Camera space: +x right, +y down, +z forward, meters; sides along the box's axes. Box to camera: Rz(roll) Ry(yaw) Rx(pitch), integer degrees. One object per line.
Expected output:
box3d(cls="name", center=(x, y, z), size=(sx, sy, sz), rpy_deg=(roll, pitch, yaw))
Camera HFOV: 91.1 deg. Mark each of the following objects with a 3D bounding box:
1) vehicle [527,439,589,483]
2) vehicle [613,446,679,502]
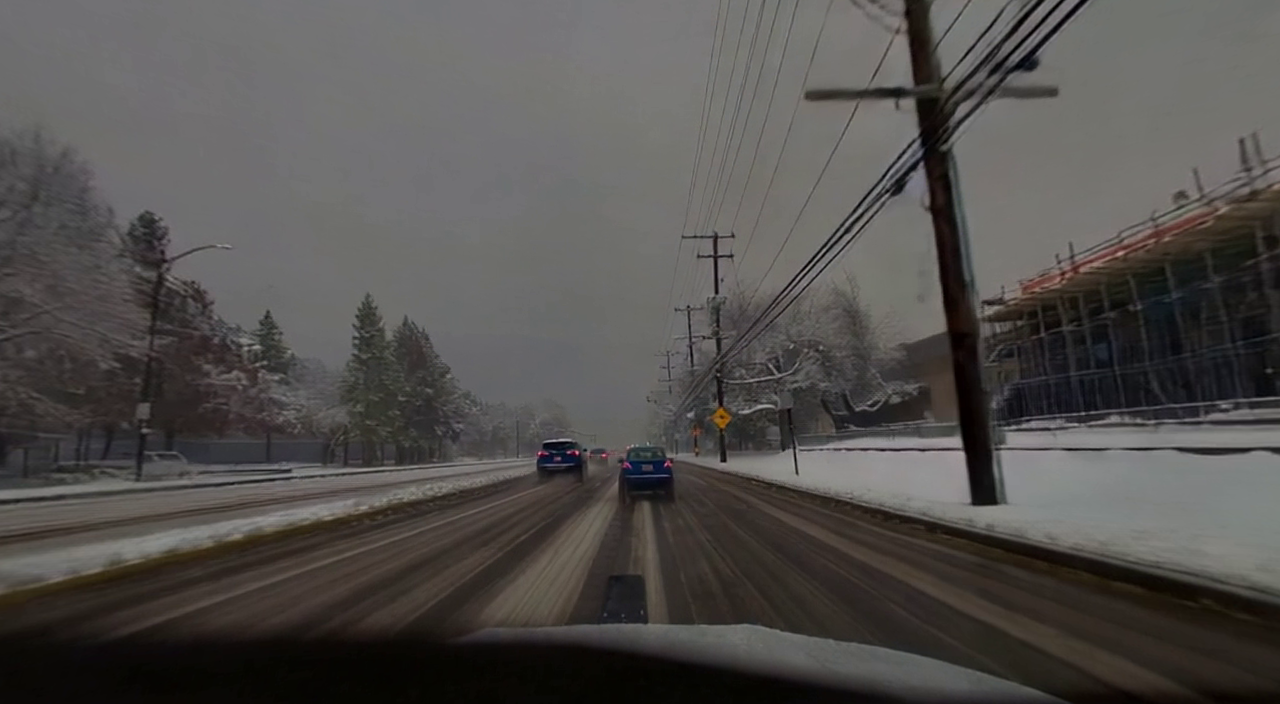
box3d(cls="vehicle", center=(-3.558, 4.841, 28.180), size=(2.078, 1.804, 4.387), rpy_deg=(-1, -8, 2))
box3d(cls="vehicle", center=(0.181, 4.106, 21.565), size=(2.059, 1.691, 3.980), rpy_deg=(0, -8, 0))
